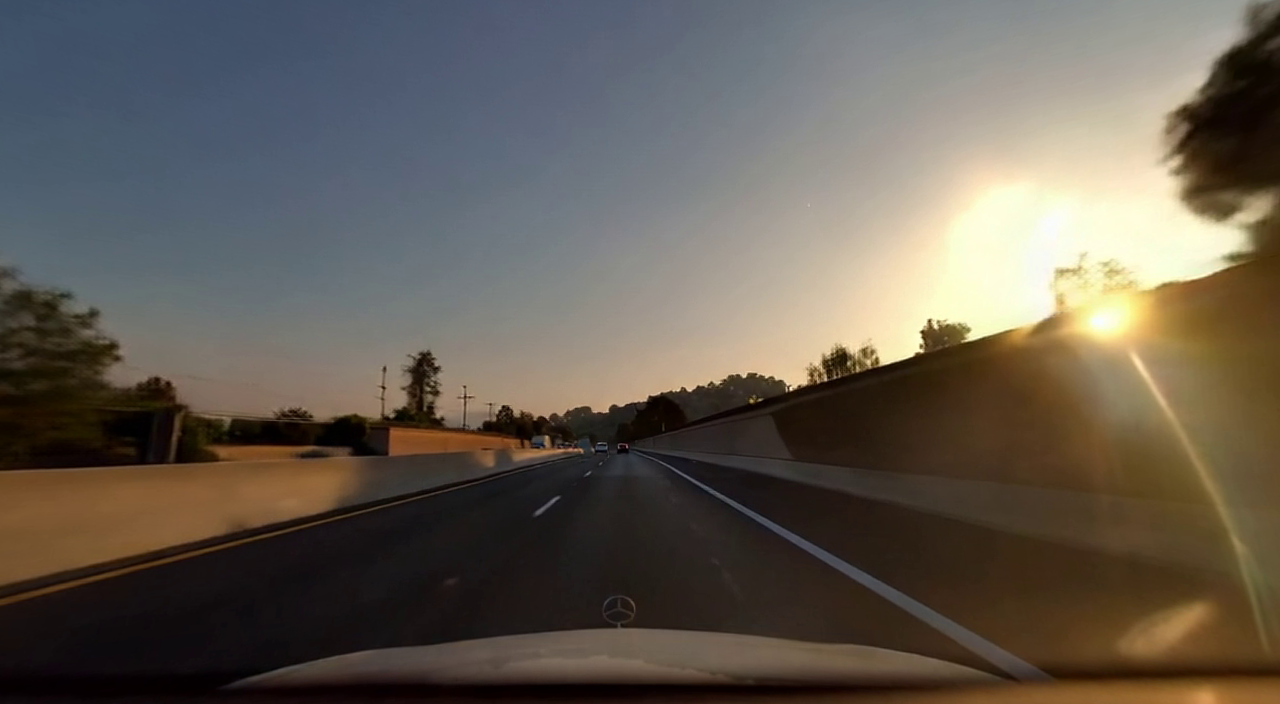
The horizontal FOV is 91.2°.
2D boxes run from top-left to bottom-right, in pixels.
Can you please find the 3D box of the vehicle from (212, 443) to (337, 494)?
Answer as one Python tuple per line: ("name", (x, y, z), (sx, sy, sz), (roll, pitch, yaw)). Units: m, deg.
("vehicle", (-13.082, 4.162, 22.822), (1.996, 1.607, 4.589), (0, -9, -3))
